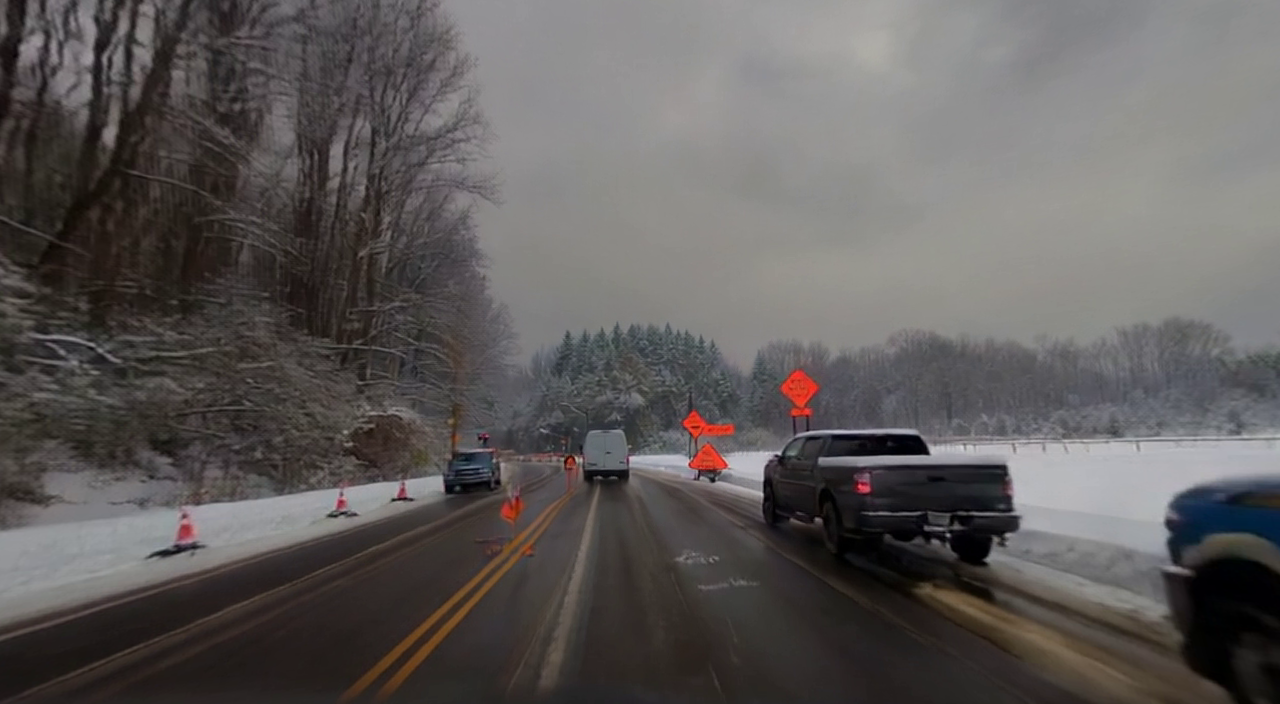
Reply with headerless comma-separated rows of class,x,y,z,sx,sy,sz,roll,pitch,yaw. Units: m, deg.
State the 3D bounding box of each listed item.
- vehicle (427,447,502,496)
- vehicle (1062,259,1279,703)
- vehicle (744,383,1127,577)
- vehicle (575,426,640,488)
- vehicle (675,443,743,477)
vehicle,-6.778,4.628,24.859,1.992,1.712,4.504,1,-9,-5
vehicle,4.186,0.361,0.801,2.613,2.153,6.713,0,-9,0
vehicle,3.559,1.816,9.874,2.415,1.932,6.910,1,-9,-2
vehicle,-1.441,4.251,25.765,2.362,2.247,4.892,1,-9,-6
vehicle,2.907,4.686,27.500,2.277,1.299,3.889,-1,-9,-3
